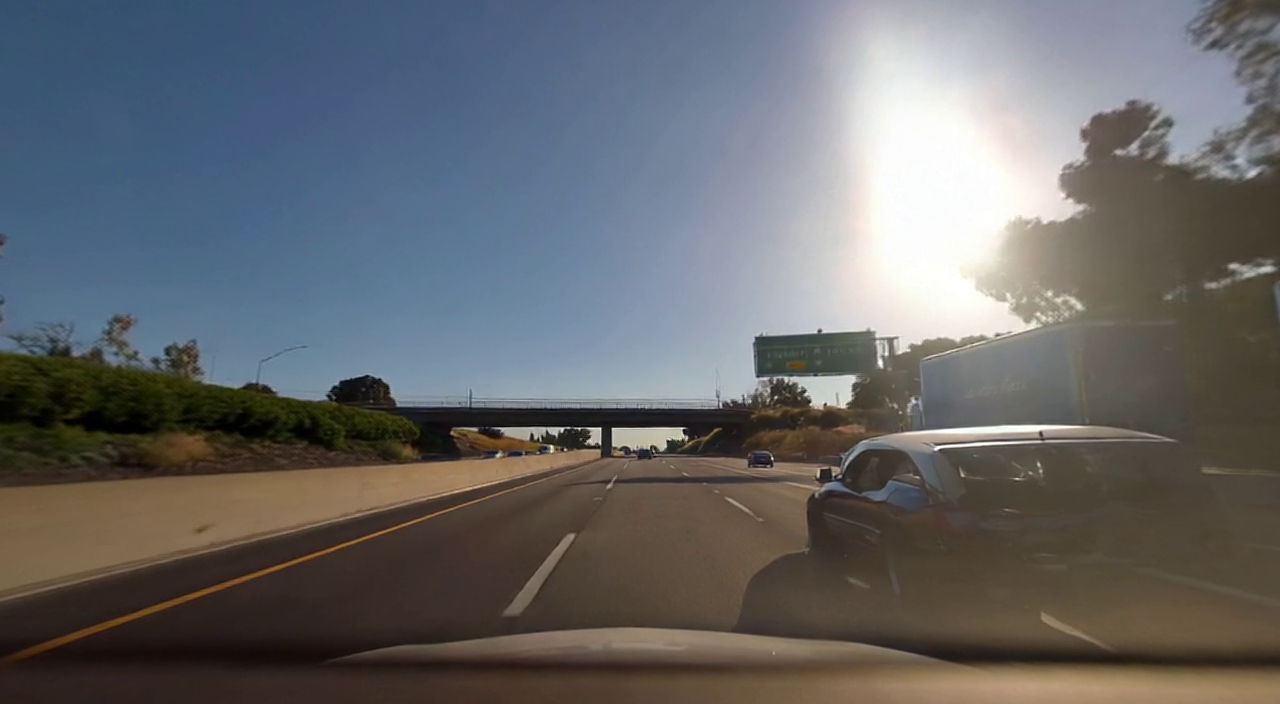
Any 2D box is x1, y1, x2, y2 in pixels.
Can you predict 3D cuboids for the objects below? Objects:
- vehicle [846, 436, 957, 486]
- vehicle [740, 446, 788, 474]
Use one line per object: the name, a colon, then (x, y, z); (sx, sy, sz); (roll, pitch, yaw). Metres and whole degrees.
vehicle: (11.148, 4.689, 27.457); (2.387, 1.936, 5.646); (0, -9, 0)
vehicle: (7.528, 6.611, 38.722); (2.053, 1.553, 4.463); (0, -9, 0)
